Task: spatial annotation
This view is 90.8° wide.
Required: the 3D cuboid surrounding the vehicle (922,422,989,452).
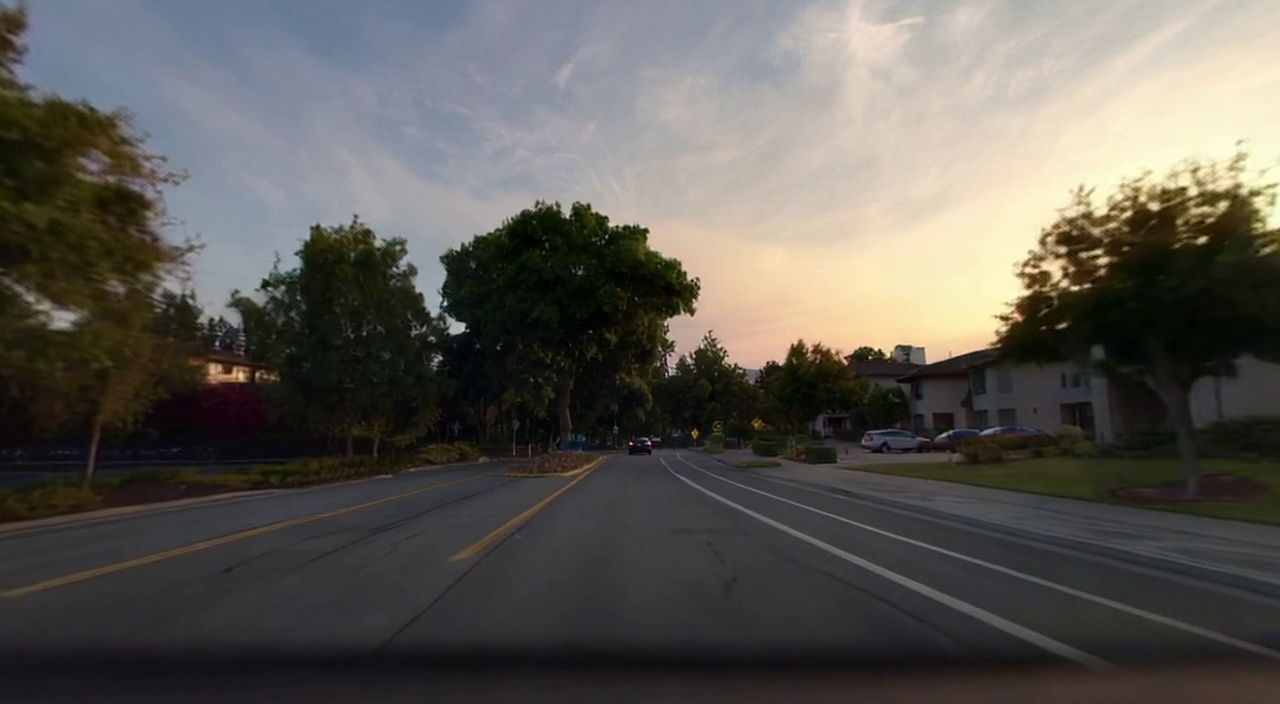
[{"bbox_3d":[19.642,5.378,39.565,1.924,1.703,4.254,-2,-9,0],"label":"vehicle"}]
